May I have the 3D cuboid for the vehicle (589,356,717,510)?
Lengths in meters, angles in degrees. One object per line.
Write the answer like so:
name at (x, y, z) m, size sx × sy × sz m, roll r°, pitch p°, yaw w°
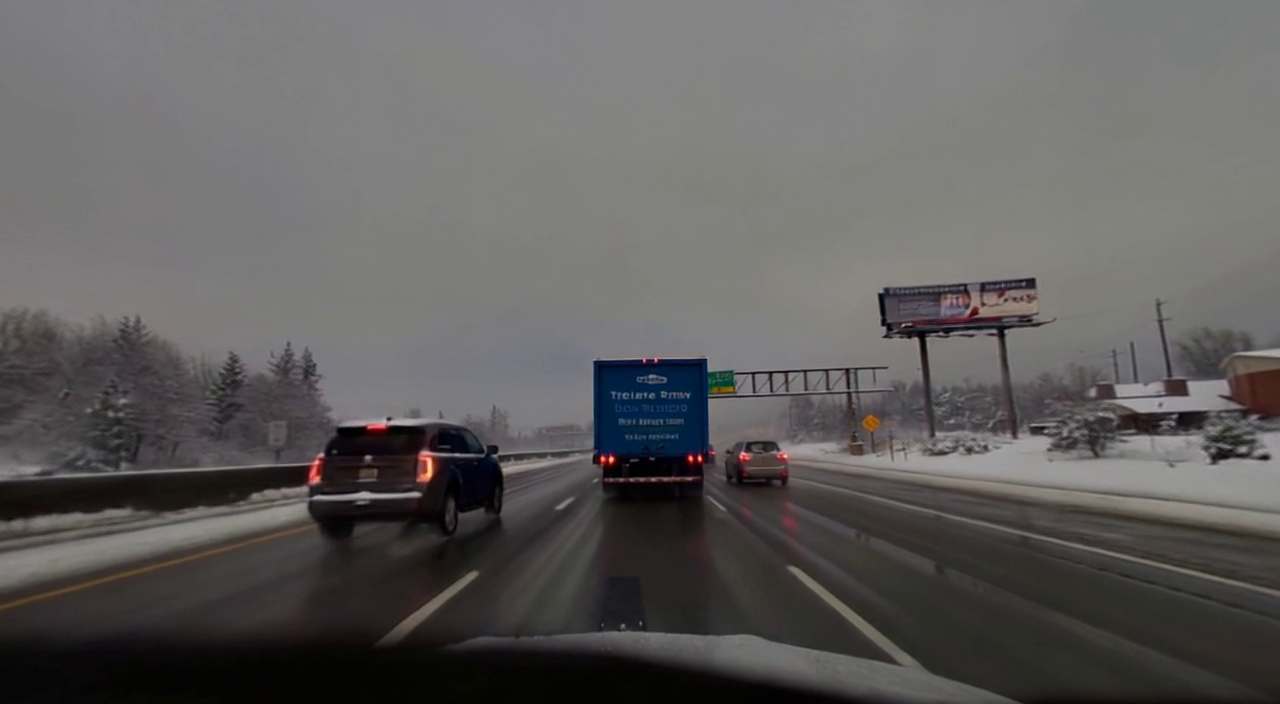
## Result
vehicle at (0.360, 2.351, 17.881) m, size 2.733 × 3.296 × 8.571 m, roll 0°, pitch -8°, yaw 1°

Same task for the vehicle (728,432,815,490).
vehicle at (4.286, 3.618, 21.256) m, size 1.986 × 1.718 × 4.296 m, roll 0°, pitch -8°, yaw 0°

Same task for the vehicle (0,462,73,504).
vehicle at (-27.033, 5.559, 26.810) m, size 1.816 × 1.581 × 4.070 m, roll -1°, pitch -8°, yaw 6°

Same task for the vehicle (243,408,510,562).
vehicle at (-3.596, 1.898, 9.732) m, size 2.133 × 1.808 × 4.349 m, roll 0°, pitch -8°, yaw 1°
